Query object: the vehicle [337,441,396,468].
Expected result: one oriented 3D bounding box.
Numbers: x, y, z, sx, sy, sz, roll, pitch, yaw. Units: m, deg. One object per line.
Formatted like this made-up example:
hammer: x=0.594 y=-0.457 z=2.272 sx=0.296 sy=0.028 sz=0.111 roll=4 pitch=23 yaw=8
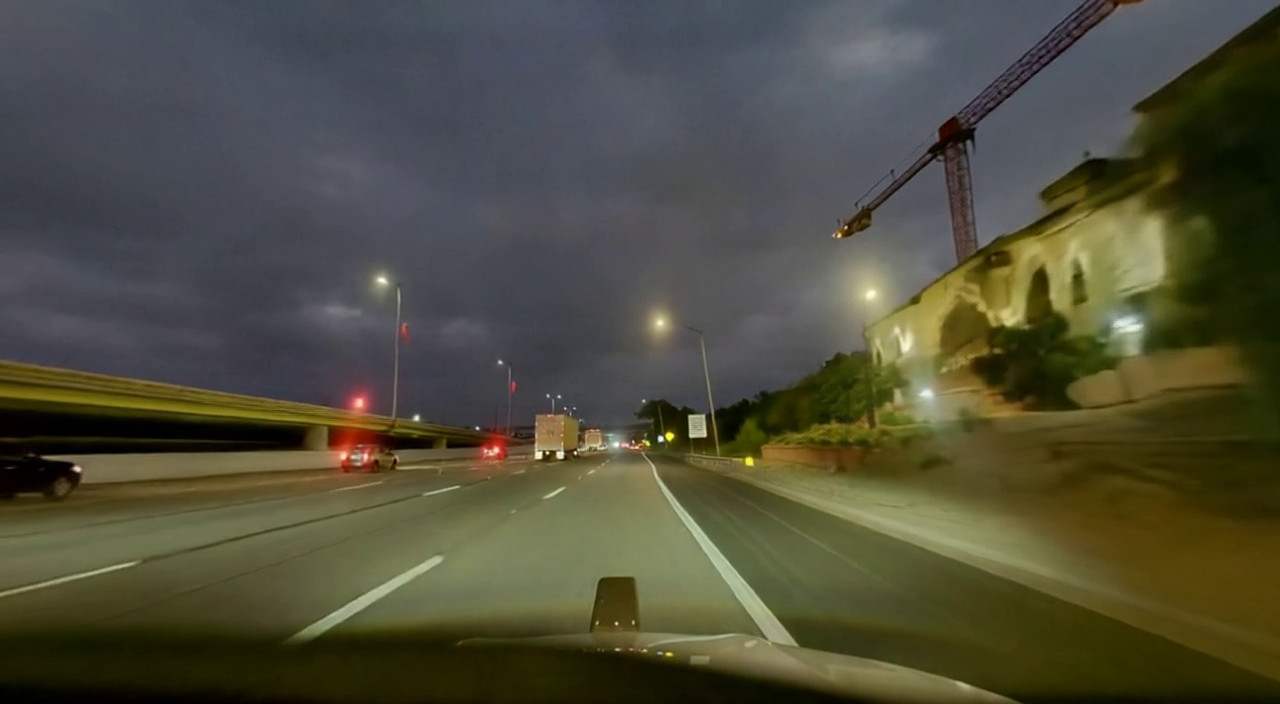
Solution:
vehicle: x=-18.608 y=6.981 z=43.194 sx=1.932 sy=1.752 sz=4.541 roll=0 pitch=-9 yaw=0
